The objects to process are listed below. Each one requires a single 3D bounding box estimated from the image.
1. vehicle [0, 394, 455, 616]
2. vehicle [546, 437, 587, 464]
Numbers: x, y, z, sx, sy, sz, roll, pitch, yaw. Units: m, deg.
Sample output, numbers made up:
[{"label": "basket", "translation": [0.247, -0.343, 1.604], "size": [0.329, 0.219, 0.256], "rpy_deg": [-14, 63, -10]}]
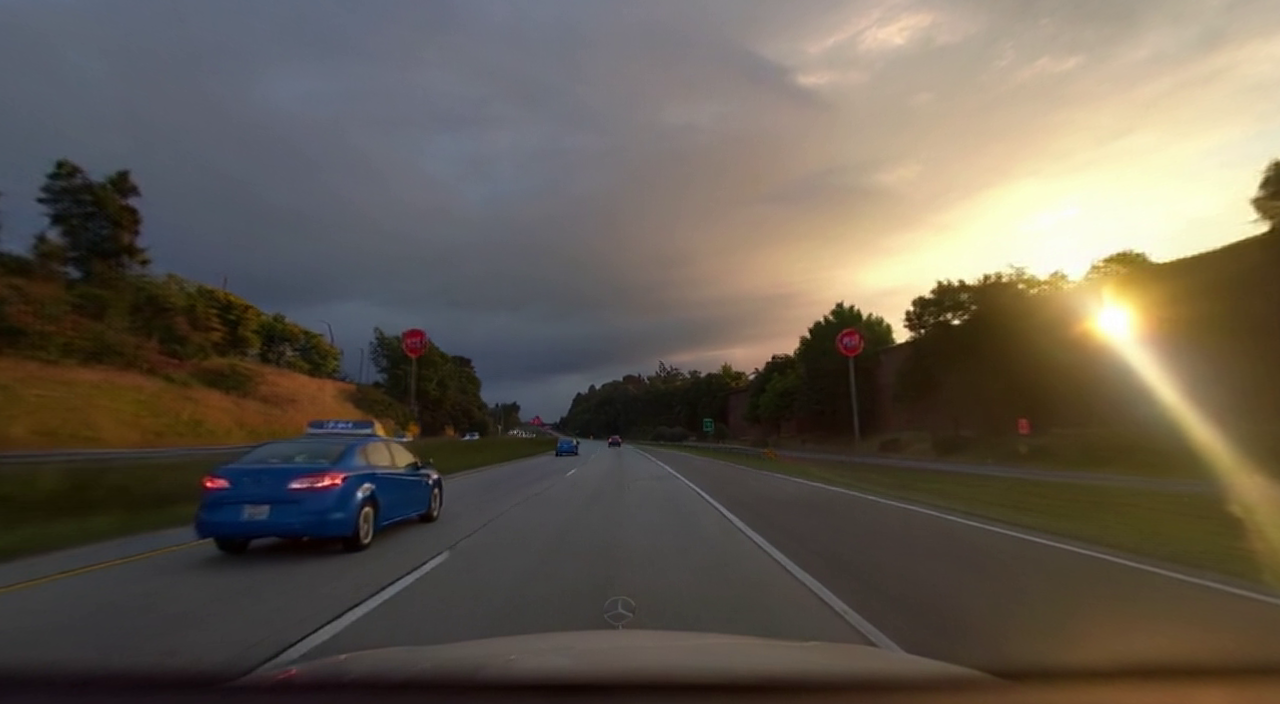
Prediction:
[{"label": "vehicle", "translation": [-3.767, 1.429, 7.010], "size": [2.047, 1.612, 4.631], "rpy_deg": [0, -8, 0]}, {"label": "vehicle", "translation": [-3.997, 5.394, 34.917], "size": [1.874, 1.369, 3.875], "rpy_deg": [0, -8, -1]}]
